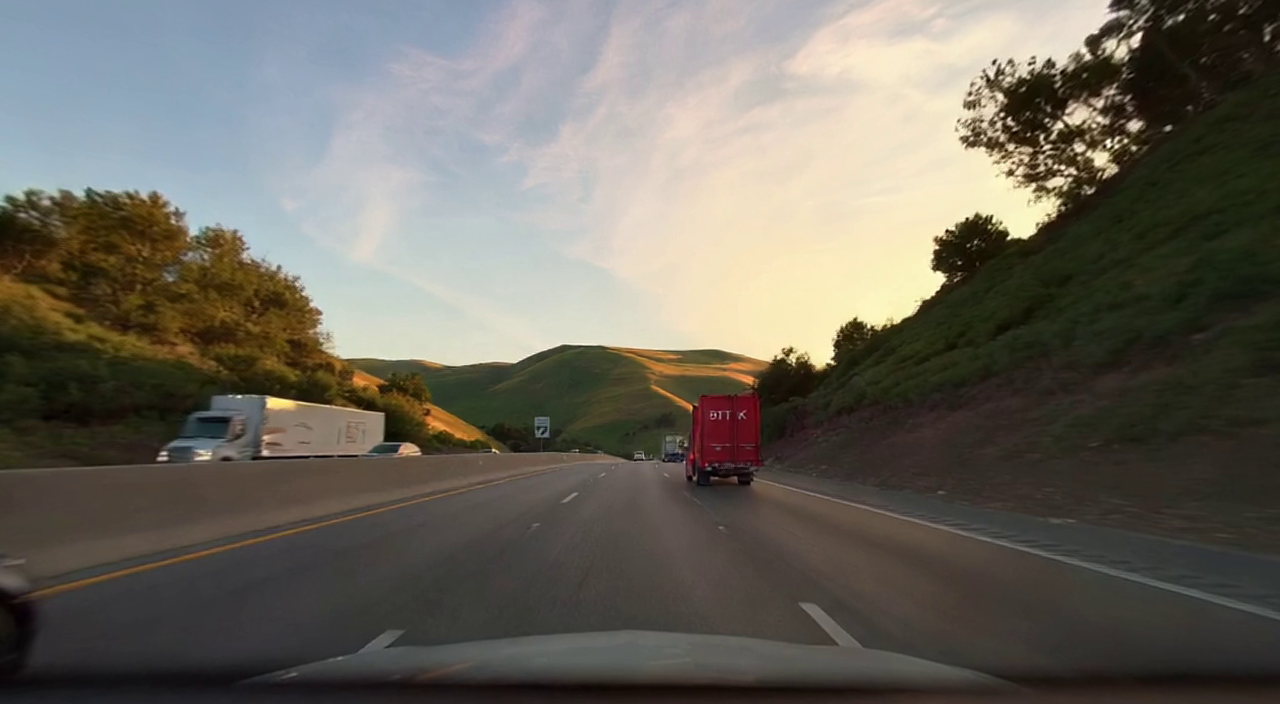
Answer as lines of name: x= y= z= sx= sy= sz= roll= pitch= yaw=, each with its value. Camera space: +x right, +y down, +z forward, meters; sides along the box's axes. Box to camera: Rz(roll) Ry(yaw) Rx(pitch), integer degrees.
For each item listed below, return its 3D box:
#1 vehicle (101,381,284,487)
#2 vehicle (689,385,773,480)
vehicle: x=-18.574 y=3.559 z=26.843 sx=3.023 sy=3.963 sz=6.173 roll=0 pitch=-9 yaw=0
vehicle: x=4.088 y=3.912 z=30.006 sx=2.999 sy=4.023 sz=6.337 roll=0 pitch=-9 yaw=0
